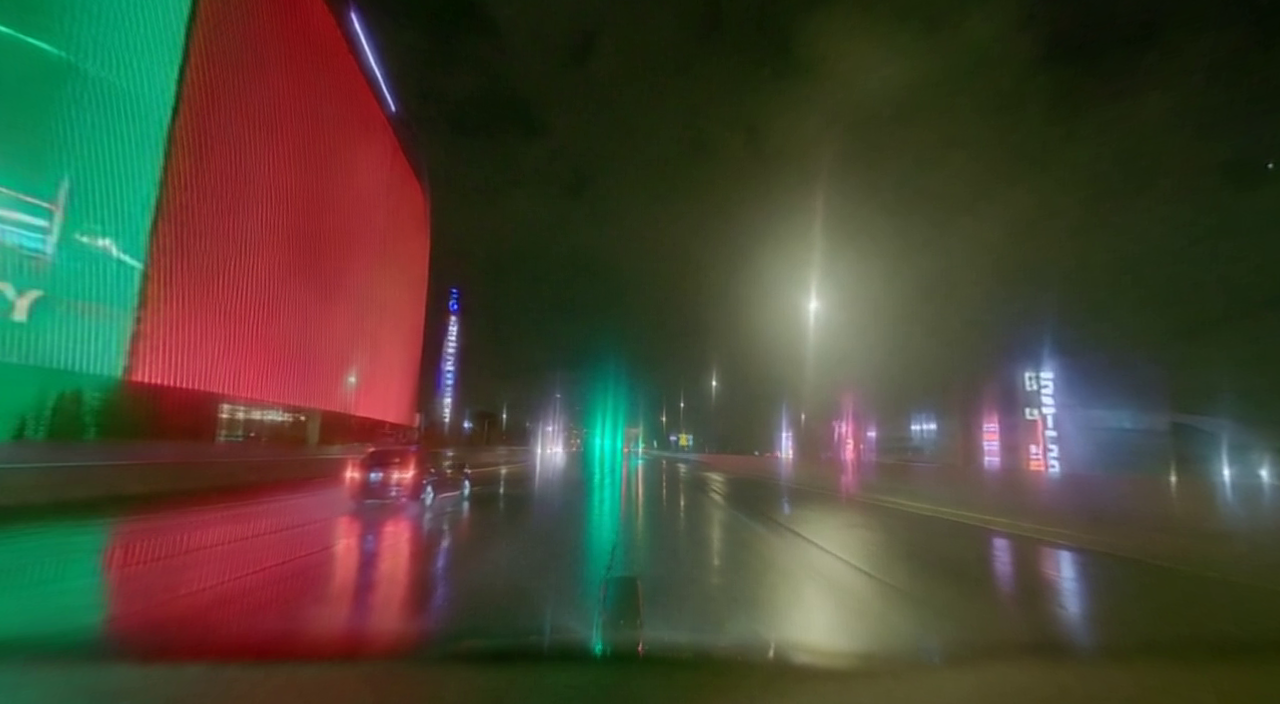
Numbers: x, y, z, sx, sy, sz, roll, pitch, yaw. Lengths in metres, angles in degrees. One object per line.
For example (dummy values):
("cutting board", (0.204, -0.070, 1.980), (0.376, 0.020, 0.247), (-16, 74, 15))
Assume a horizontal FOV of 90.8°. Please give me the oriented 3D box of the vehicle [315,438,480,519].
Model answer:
("vehicle", (-5.130, 2.713, 14.066), (1.943, 1.510, 4.201), (0, -9, 1))
